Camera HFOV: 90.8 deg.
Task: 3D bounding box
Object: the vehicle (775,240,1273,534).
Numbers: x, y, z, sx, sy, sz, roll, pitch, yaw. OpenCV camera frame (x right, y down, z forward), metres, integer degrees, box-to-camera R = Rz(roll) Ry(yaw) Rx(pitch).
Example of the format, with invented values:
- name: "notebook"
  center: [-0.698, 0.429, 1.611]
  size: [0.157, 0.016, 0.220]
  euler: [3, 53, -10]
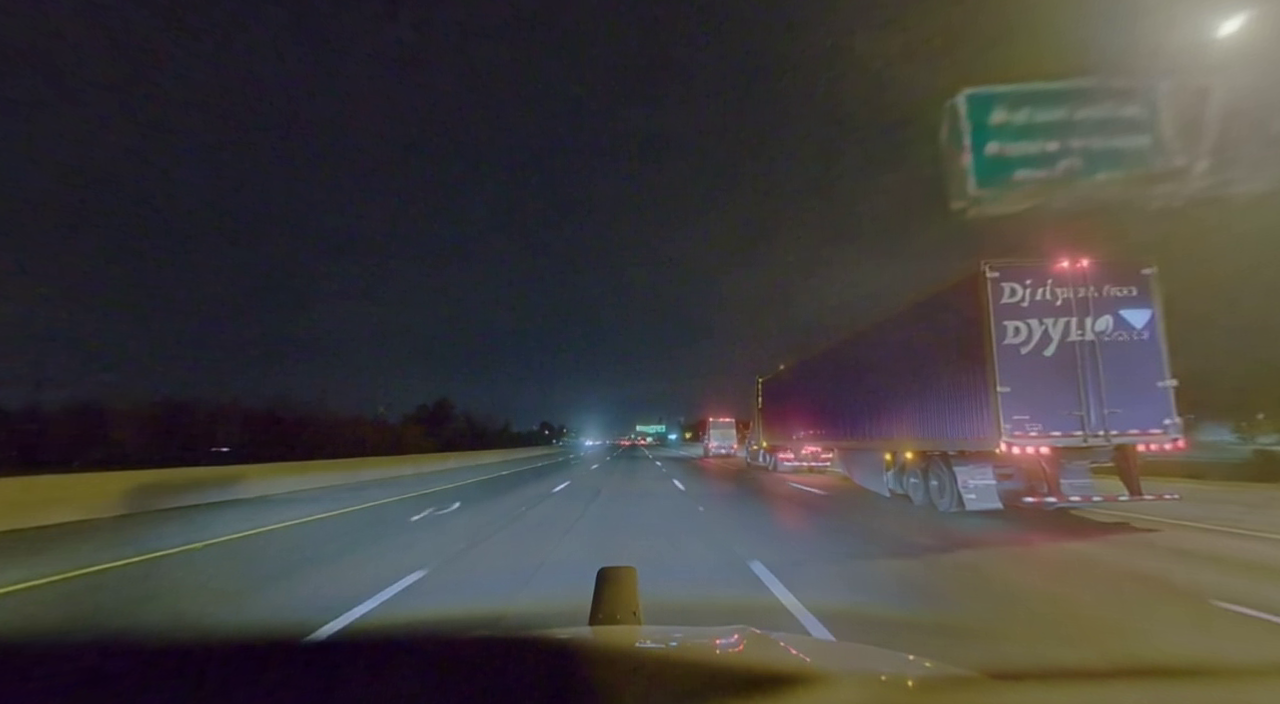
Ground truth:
- name: "vehicle"
  center: [6.761, 1.571, 16.517]
  size: [2.962, 3.947, 16.241]
  euler: [0, -8, 0]
